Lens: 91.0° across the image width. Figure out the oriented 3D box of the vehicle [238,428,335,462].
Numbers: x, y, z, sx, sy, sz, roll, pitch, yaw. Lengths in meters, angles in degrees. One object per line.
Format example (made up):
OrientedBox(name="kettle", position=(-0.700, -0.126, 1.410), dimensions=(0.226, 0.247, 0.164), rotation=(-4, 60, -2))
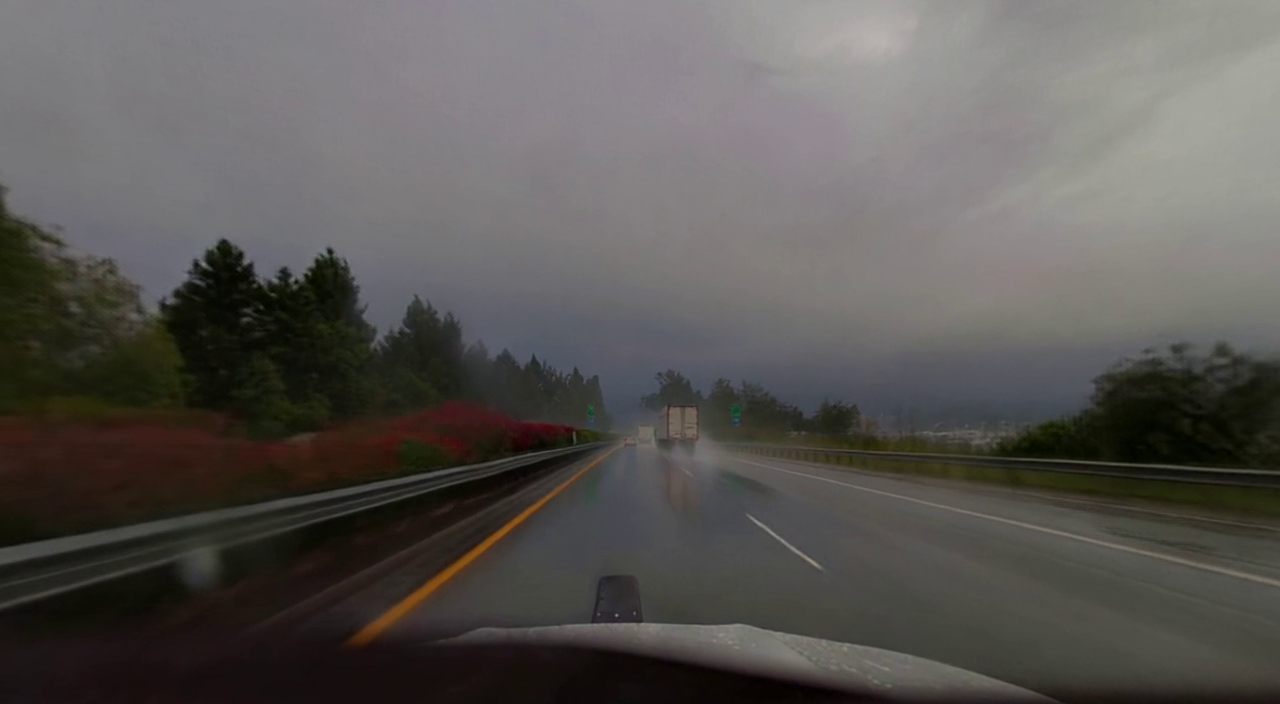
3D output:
OrientedBox(name="vehicle", position=(-16.845, 4.462, 30.295), dimensions=(2.125, 1.488, 4.492), rotation=(0, -8, -1))
